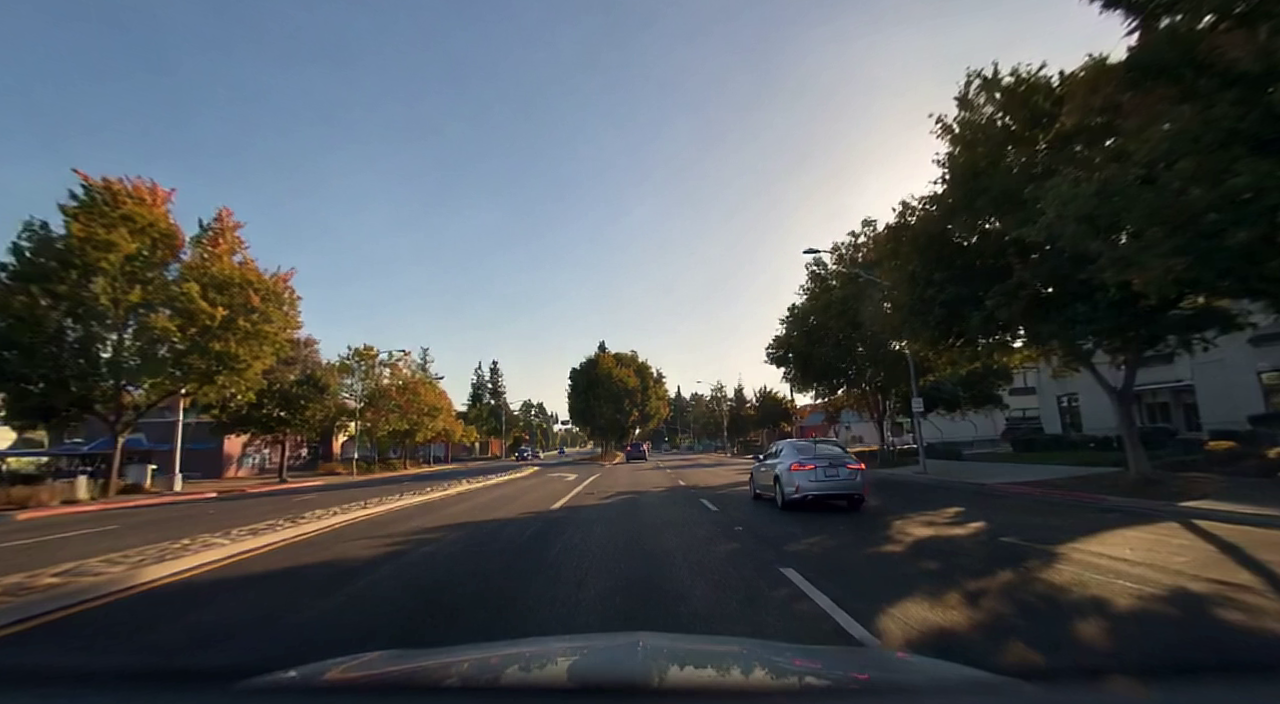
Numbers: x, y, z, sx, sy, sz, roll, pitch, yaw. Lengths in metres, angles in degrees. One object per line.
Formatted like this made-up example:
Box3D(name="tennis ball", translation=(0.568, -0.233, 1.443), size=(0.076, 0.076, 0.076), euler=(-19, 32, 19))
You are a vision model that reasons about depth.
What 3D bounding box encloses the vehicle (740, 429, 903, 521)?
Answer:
Box3D(name="vehicle", translation=(3.615, 2.552, 13.665), size=(1.995, 1.616, 4.729), euler=(0, -9, -2))
